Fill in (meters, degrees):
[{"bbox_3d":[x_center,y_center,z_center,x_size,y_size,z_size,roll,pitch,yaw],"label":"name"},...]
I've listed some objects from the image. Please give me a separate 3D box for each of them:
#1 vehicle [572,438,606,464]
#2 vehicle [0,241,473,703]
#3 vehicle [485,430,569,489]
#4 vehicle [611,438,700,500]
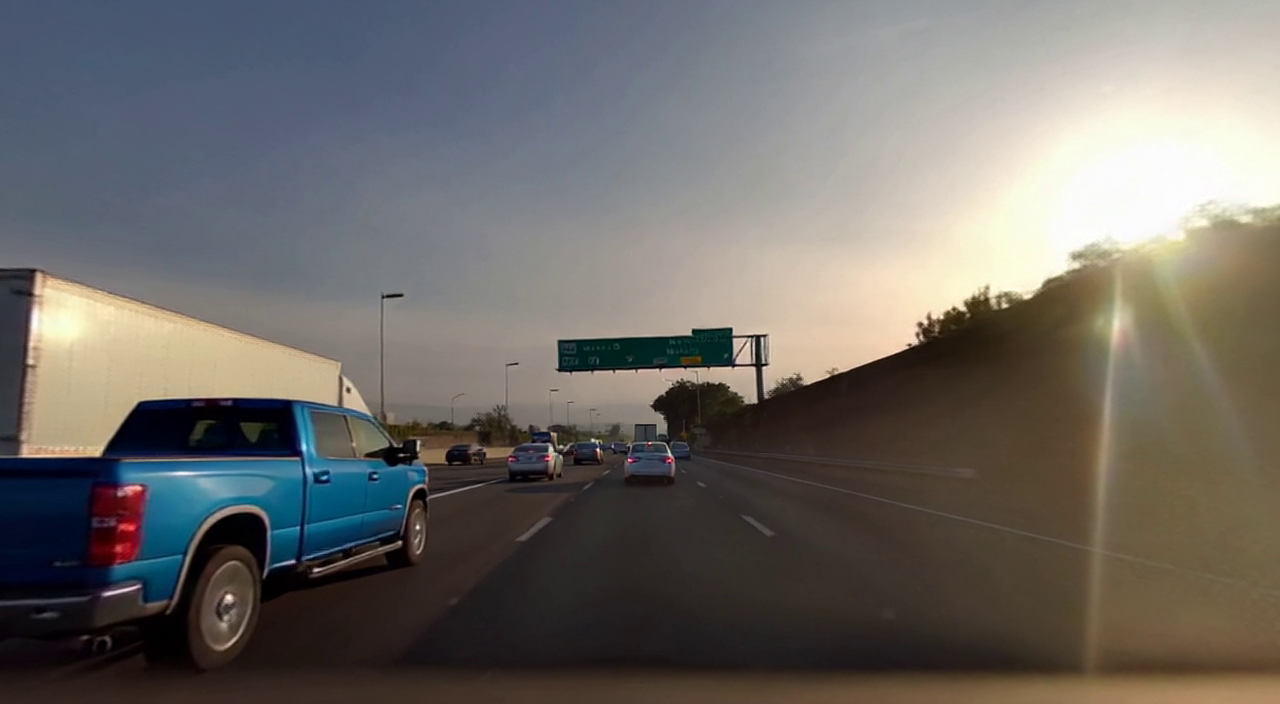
[{"bbox_3d":[-3.330,6.557,41.909,1.897,1.646,4.049,0,-8,1],"label":"vehicle"},{"bbox_3d":[-3.371,1.044,5.146,2.269,2.060,5.933,0,-8,1],"label":"vehicle"},{"bbox_3d":[-3.546,3.457,20.634,1.903,1.721,4.210,0,-8,1],"label":"vehicle"},{"bbox_3d":[0.366,3.030,16.740,2.054,1.421,4.090,0,-8,0],"label":"vehicle"}]
